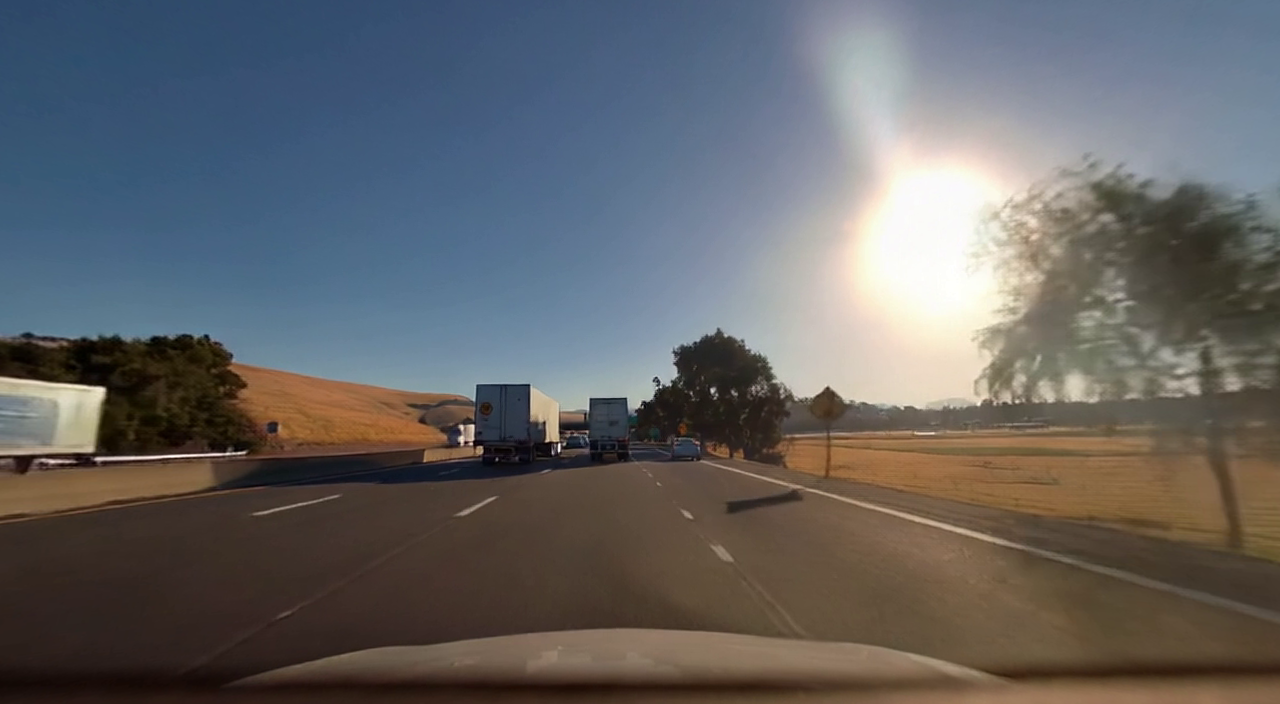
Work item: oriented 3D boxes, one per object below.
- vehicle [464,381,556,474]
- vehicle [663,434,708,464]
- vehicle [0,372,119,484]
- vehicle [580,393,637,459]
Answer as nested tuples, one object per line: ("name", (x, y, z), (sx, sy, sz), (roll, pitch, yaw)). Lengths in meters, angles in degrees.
("vehicle", (-5.298, 3.282, 26.953), (2.728, 3.405, 7.096), (0, -8, -3))
("vehicle", (2.290, 4.985, 32.499), (1.891, 1.477, 3.599), (0, -8, -3))
("vehicle", (-24.976, 2.542, 21.376), (2.894, 4.071, 14.117), (0, -8, -2))
("vehicle", (-2.513, 5.756, 47.431), (3.475, 4.037, 17.454), (0, -8, -4))
